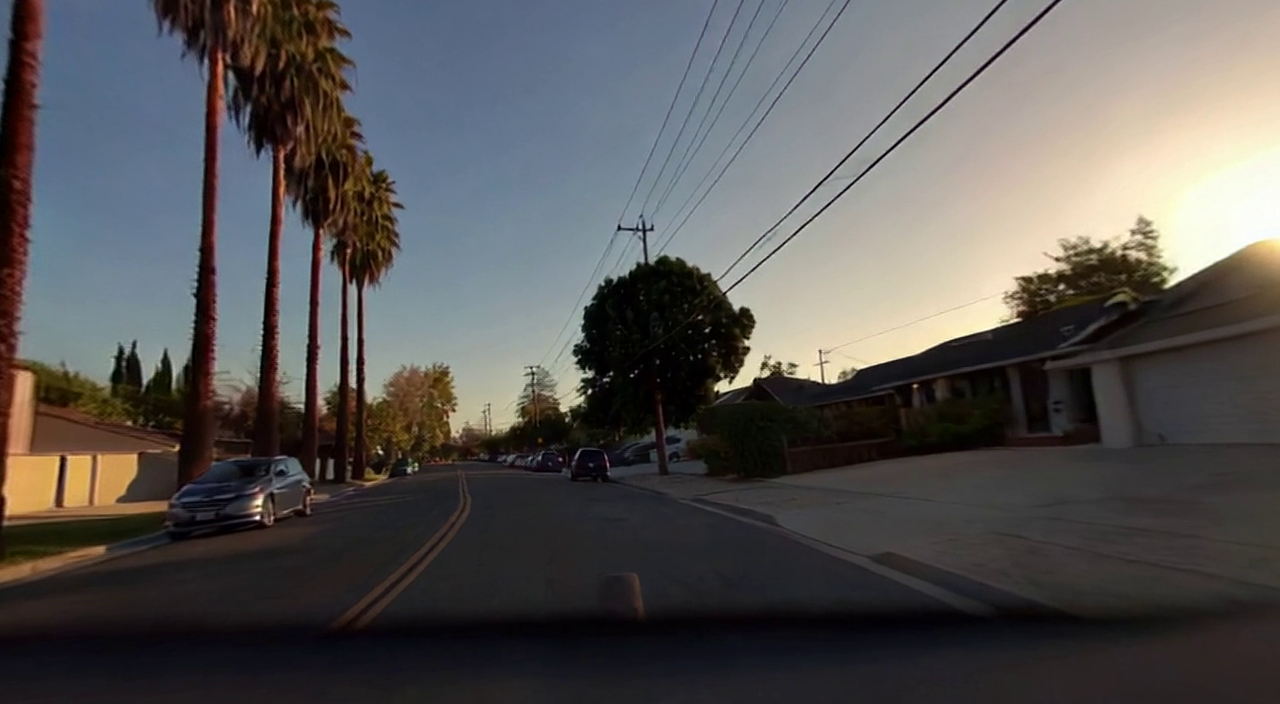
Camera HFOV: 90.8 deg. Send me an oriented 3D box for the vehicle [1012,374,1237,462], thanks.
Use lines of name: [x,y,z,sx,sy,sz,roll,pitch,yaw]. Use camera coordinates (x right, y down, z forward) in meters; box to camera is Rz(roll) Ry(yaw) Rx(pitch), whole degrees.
vehicle: [13.238,1.881,17.413,4.795,2.190,2.305,2,-9,-15]

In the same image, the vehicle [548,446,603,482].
vehicle: [-2.998,5.066,28.817,1.870,1.490,3.802,2,-9,-16]

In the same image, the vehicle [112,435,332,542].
vehicle: [-8.662,2.869,13.784,2.410,1.790,4.699,0,-10,-13]

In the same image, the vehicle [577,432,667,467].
vehicle: [-1.312,6.750,43.918,5.900,2.328,2.603,1,-8,-9]
